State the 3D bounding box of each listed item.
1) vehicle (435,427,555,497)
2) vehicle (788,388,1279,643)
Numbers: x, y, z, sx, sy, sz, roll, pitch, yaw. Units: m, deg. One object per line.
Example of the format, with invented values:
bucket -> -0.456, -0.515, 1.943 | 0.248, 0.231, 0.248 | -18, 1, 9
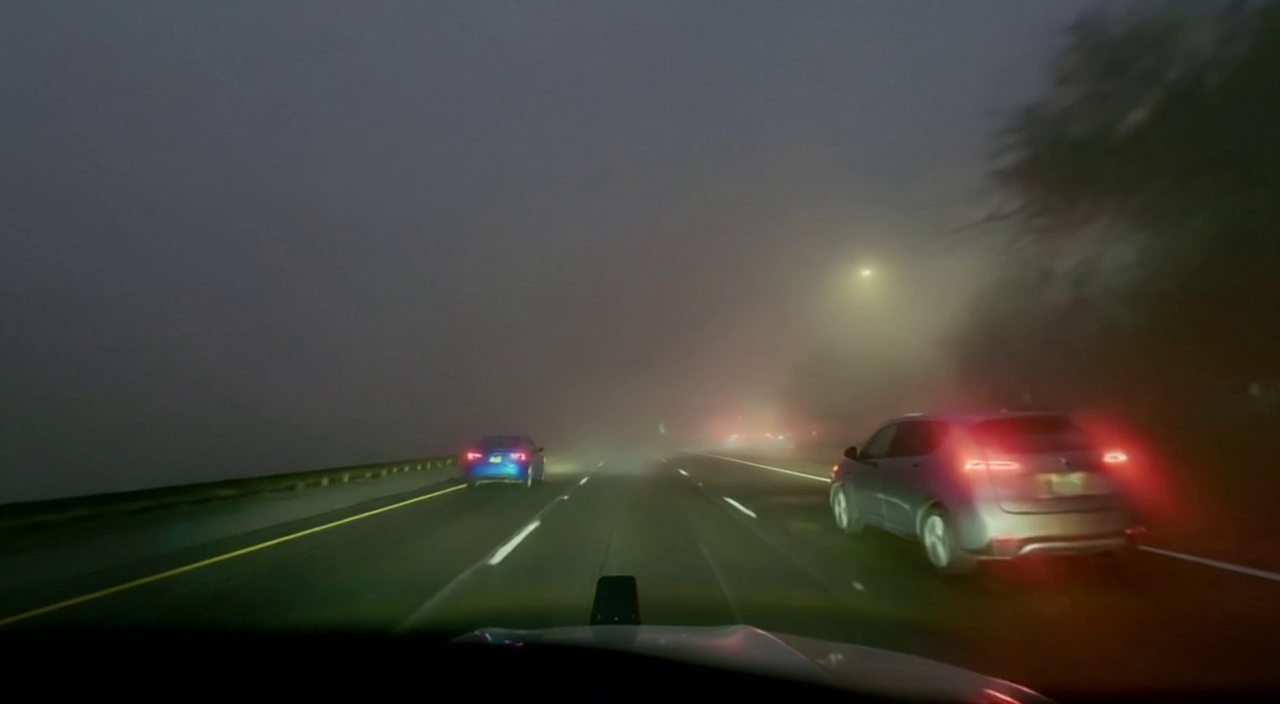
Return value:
vehicle -> -3.687, 2.892, 16.926 | 2.206, 1.604, 4.374 | -1, -8, 0
vehicle -> 3.227, 1.368, 6.312 | 2.349, 1.651, 4.161 | 0, -8, -2
